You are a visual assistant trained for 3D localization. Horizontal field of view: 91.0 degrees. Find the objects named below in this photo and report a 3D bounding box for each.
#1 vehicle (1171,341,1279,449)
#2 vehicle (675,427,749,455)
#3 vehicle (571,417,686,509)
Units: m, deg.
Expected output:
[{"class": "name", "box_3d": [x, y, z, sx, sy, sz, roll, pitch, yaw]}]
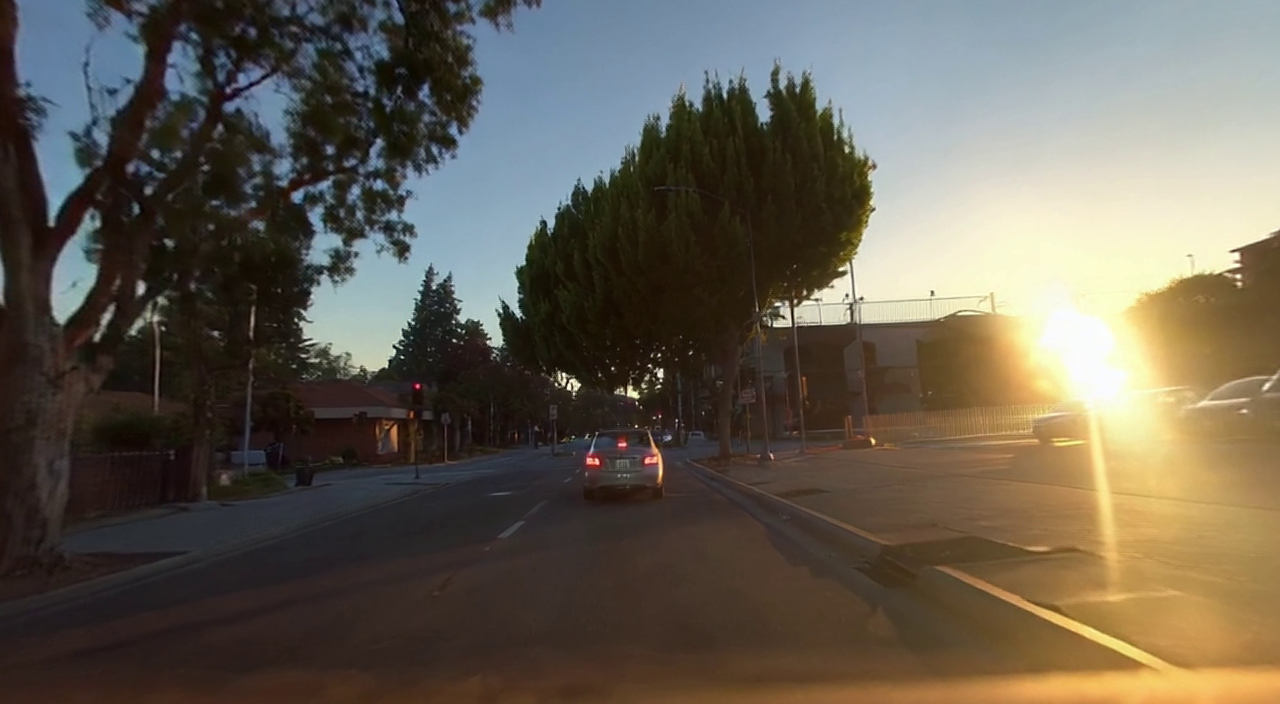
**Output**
[{"class": "vehicle", "box_3d": [13.001, 0.823, 11.825, 3.937, 1.876, 2.045, -3, -9, 8]}, {"class": "vehicle", "box_3d": [4.502, 5.556, 39.185, 4.401, 1.651, 1.966, -2, -8, 11]}, {"class": "vehicle", "box_3d": [-0.199, 2.364, 13.783, 2.142, 1.686, 3.816, -1, -8, 1]}]
